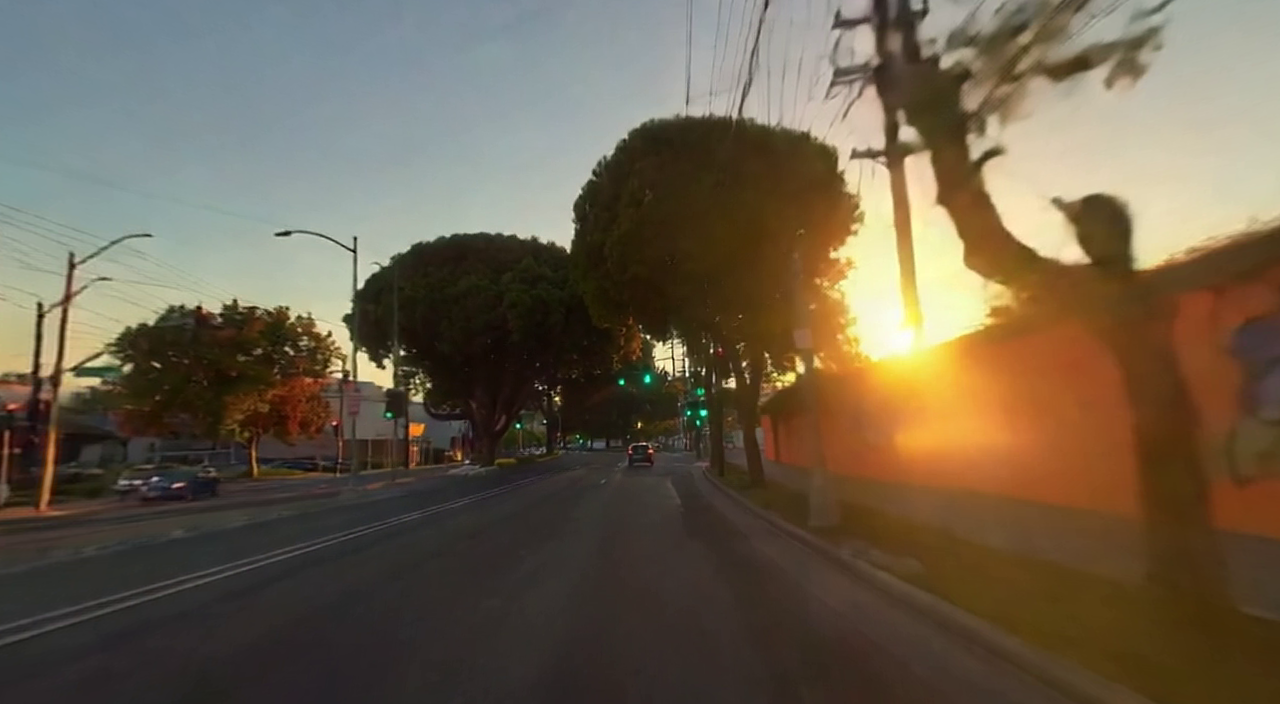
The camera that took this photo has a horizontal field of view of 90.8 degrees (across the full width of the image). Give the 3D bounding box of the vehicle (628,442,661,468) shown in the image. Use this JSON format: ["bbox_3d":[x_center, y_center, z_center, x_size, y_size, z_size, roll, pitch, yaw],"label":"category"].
[{"bbox_3d":[0.270,6.823,42.029,2.105,1.611,3.750,0,-9,-1],"label":"vehicle"}]

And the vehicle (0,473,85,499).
[{"bbox_3d":[-38.208,8.475,39.958,4.303,1.463,1.877,0,-9,-2],"label":"vehicle"}]
